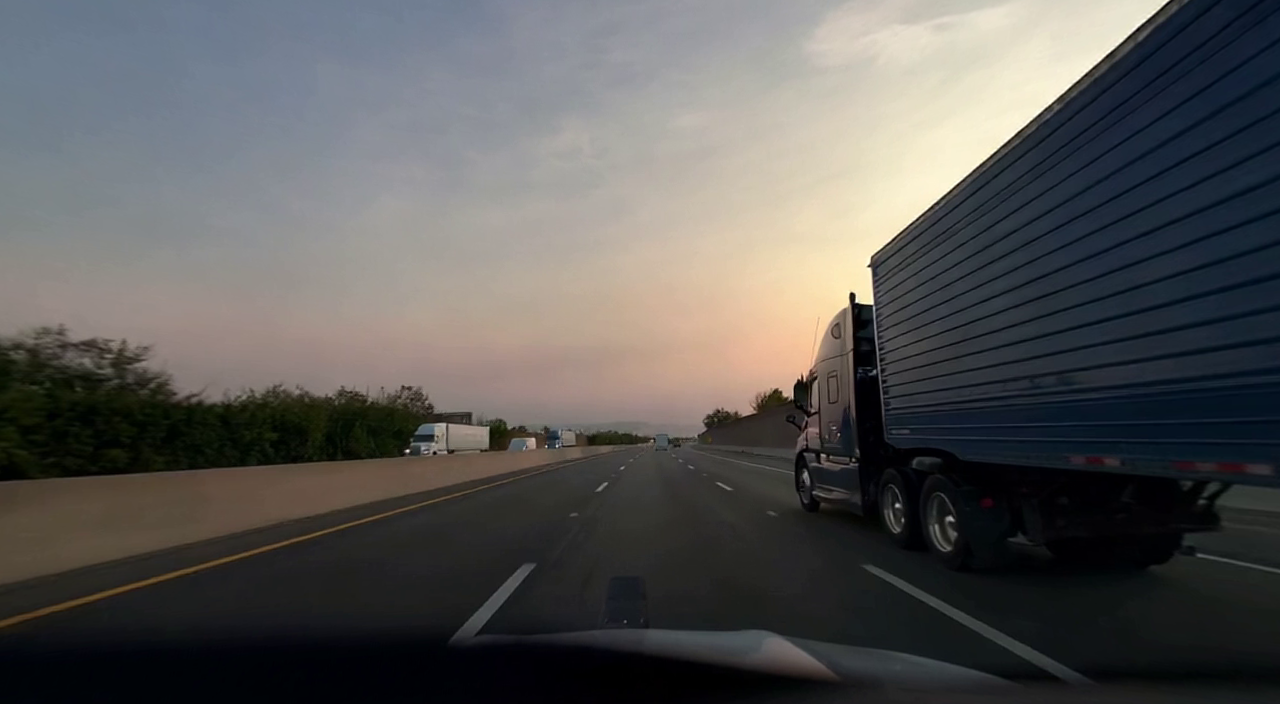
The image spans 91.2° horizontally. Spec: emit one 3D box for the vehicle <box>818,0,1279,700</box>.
[{"bbox_3d":[4.720,-0.205,3.752,2.908,4.075,15.065,0,-9,0],"label":"vehicle"}]
